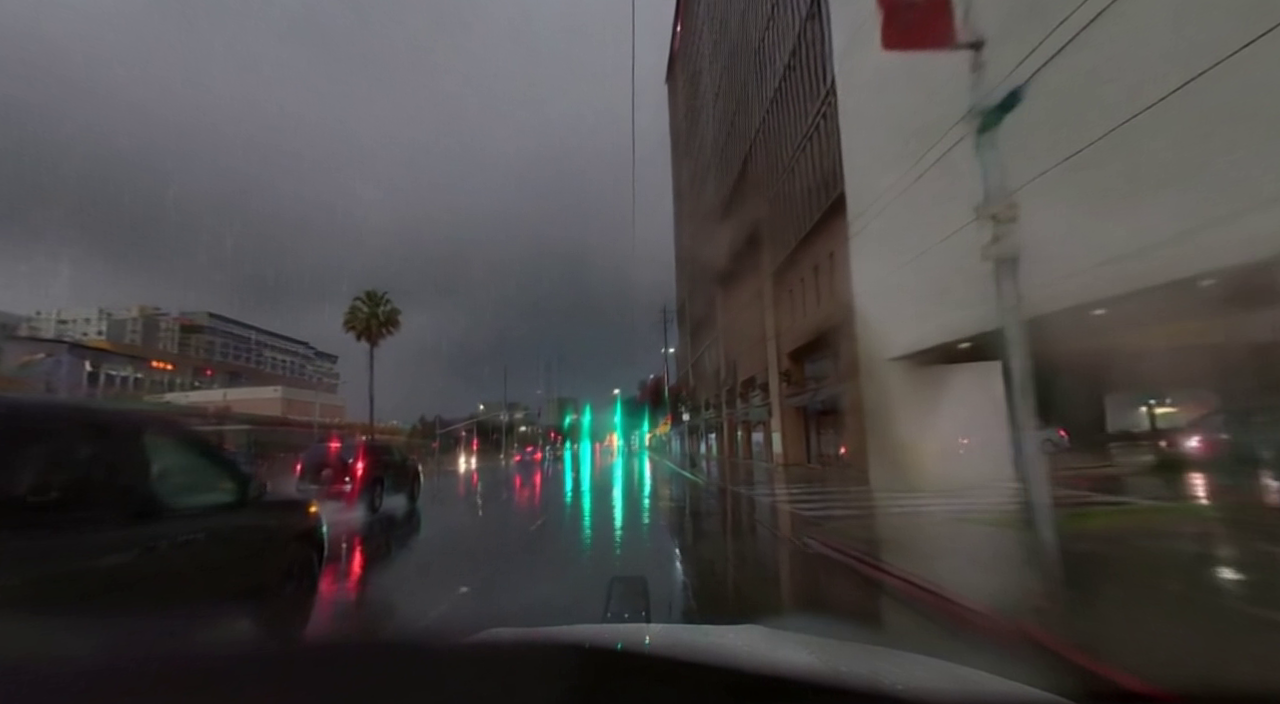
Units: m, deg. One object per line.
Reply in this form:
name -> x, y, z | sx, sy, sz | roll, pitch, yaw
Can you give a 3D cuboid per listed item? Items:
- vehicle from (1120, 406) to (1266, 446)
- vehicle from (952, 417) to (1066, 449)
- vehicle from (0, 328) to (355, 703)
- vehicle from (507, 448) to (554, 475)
vehicle -> 22.689, 3.148, 26.171 | 1.787, 1.409, 4.798 | -1, -9, 1
vehicle -> 18.894, 4.197, 32.413 | 4.573, 1.532, 1.983 | 0, -9, -1
vehicle -> -3.416, 0.862, 2.575 | 2.277, 1.743, 4.893 | 0, -9, -1
vehicle -> -6.657, 6.708, 38.780 | 2.030, 1.488, 4.650 | -1, -9, 0
